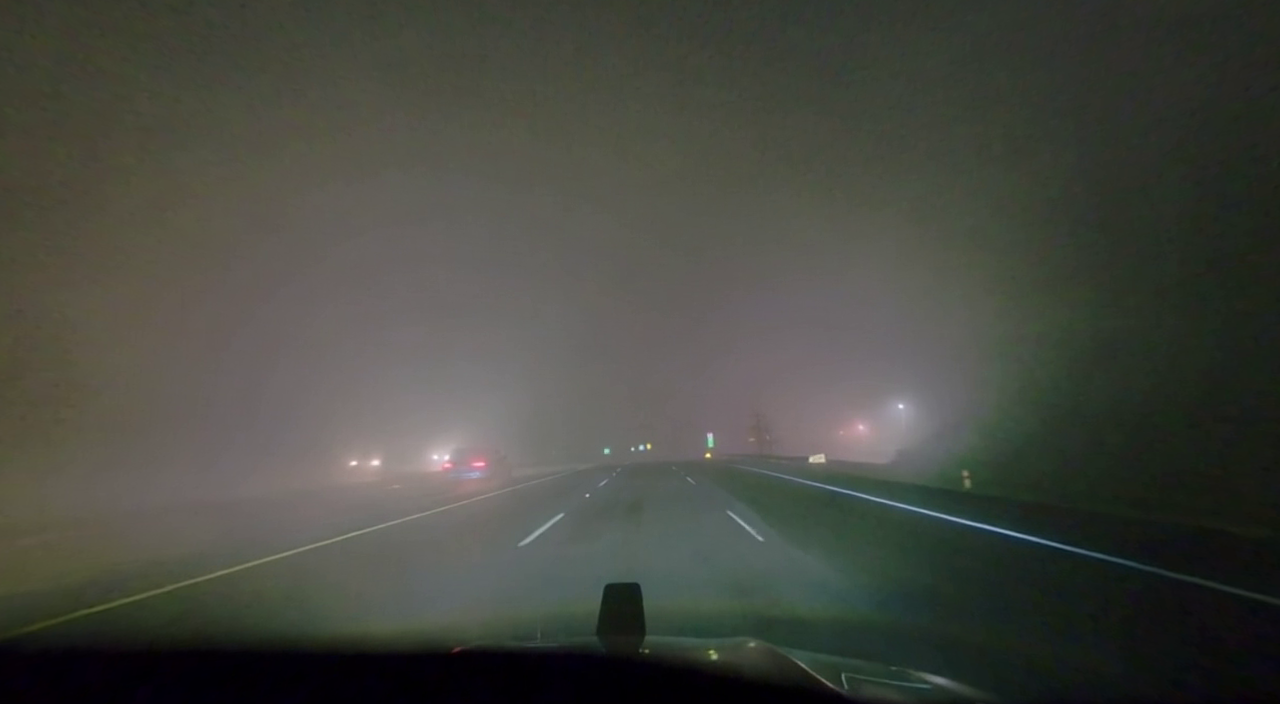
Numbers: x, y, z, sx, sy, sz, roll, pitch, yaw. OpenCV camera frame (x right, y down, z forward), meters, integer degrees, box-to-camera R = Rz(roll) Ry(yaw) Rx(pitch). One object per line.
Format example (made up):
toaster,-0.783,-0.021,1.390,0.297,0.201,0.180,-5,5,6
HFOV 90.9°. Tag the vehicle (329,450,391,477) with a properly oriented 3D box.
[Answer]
vehicle,-17.614,7.017,39.926,1.927,1.517,4.410,0,-8,-1
